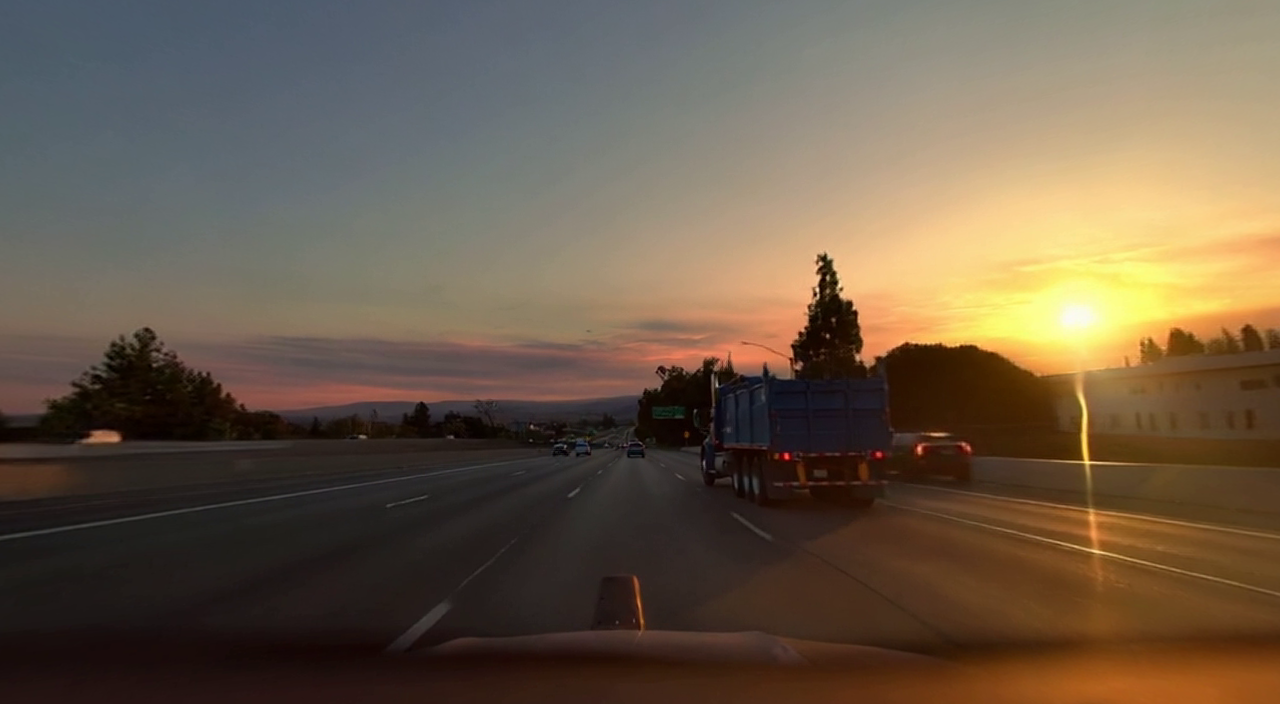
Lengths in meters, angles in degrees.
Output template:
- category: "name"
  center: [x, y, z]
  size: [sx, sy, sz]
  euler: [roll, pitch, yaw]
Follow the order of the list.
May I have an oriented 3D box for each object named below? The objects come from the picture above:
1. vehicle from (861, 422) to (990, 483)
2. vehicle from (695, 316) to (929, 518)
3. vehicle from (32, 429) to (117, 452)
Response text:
- category: "vehicle"
  center: [10.745, 3.853, 24.426]
  size: [2.286, 2.044, 5.722]
  euler: [0, -9, 0]
- category: "vehicle"
  center: [3.479, 1.903, 16.477]
  size: [2.966, 3.586, 10.563]
  euler: [0, -9, -1]
- category: "vehicle"
  center: [-44.582, 7.037, 49.999]
  size: [1.933, 1.642, 5.248]
  euler: [0, -9, -1]
